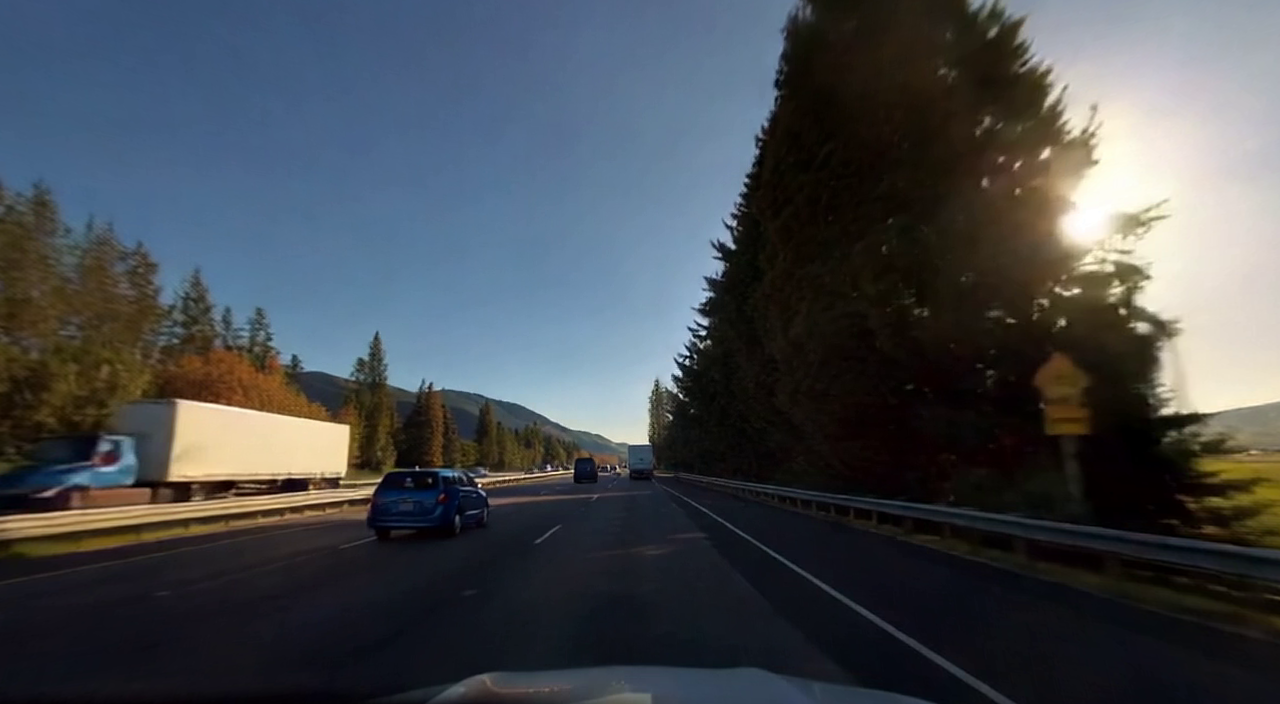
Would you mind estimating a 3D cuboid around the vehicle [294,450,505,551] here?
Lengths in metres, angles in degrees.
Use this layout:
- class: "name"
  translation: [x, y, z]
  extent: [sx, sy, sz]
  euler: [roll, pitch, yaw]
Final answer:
- class: "vehicle"
  translation: [-4.108, 2.652, 11.803]
  extent: [2.090, 1.462, 4.603]
  euler: [1, -10, 0]

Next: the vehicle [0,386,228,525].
- class: "vehicle"
  translation: [-16.948, 3.374, 20.355]
  extent: [2.950, 3.771, 5.944]
  euler: [1, -10, 0]
